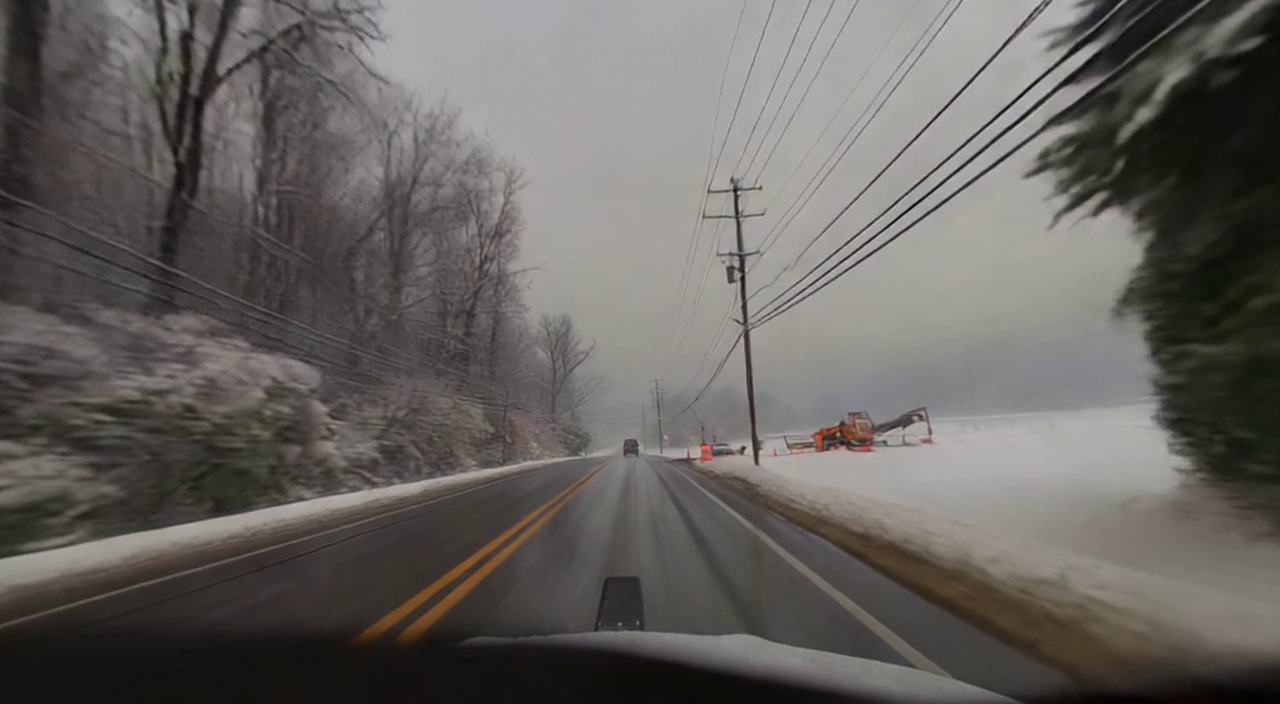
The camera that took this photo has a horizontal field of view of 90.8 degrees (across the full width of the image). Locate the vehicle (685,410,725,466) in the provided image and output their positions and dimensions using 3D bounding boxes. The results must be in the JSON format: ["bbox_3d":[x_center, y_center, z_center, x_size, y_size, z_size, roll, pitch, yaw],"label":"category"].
[{"bbox_3d":[3.956,5.290,39.029,2.374,3.357,1.724,0,-8,4],"label":"vehicle"}]
